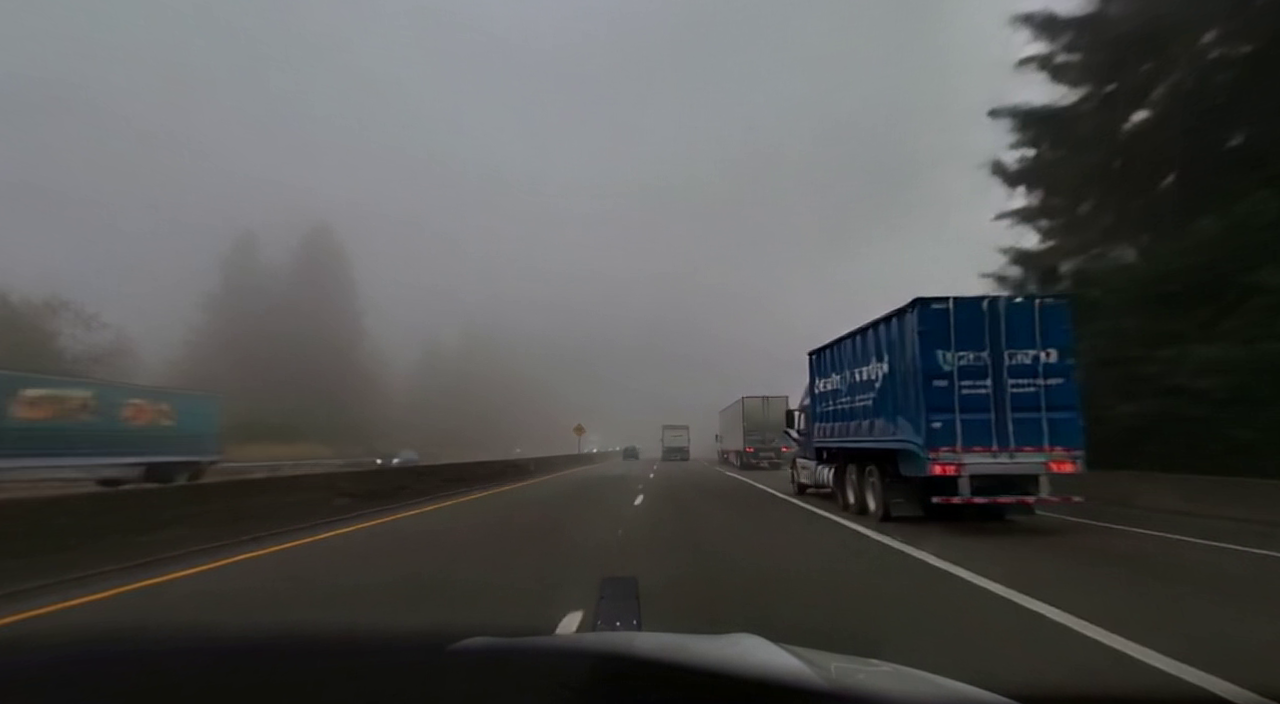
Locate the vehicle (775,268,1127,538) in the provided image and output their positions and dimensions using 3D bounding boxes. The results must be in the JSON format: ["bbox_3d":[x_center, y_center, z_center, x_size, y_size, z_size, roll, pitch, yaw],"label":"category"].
[{"bbox_3d":[5.466,1.355,14.015,2.920,3.860,10.035,0,-8,2],"label":"vehicle"}]

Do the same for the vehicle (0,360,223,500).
[{"bbox_3d":[-22.622,3.207,25.303,3.010,4.620,11.933,-1,-8,3],"label":"vehicle"}]

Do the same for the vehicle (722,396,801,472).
[{"bbox_3d":[7.434,5.296,40.662,2.843,4.053,13.777,0,-7,2],"label":"vehicle"}]
